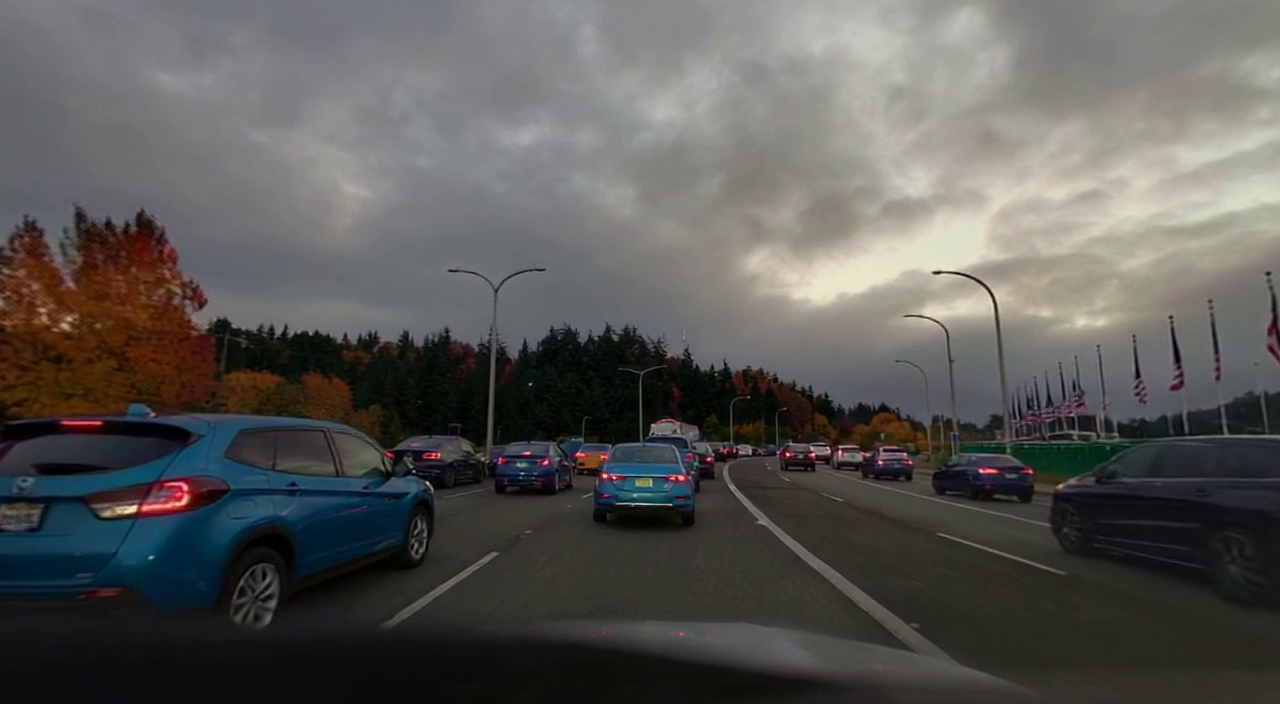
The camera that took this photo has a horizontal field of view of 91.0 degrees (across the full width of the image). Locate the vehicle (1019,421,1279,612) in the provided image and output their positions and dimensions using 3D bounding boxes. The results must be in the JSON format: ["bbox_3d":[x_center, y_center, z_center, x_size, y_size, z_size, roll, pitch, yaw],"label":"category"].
[{"bbox_3d":[6.512,1.636,6.859,2.011,1.610,4.568,0,-9,2],"label":"vehicle"}]

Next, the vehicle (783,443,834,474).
[{"bbox_3d":[8.880,5.630,33.522,1.944,1.544,4.301,0,-9,7],"label":"vehicle"}]

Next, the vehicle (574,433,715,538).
[{"bbox_3d":[0.214,2.288,11.488,2.090,1.506,4.276,0,-9,4],"label":"vehicle"}]

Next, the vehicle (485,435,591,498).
[{"bbox_3d":[-2.791,3.275,18.419,1.974,1.549,4.603,0,-9,5],"label":"vehicle"}]

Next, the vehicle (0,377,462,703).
[{"bbox_3d":[-3.159,1.249,5.062,1.988,1.635,4.260,0,-9,3],"label":"vehicle"}]

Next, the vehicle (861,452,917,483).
[{"bbox_3d":[12.868,5.953,32.786,1.749,1.481,3.808,0,-9,6],"label":"vehicle"}]

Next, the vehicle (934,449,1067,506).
[{"bbox_3d":[11.342,3.922,20.248,1.934,1.585,4.397,0,-9,5],"label":"vehicle"}]
